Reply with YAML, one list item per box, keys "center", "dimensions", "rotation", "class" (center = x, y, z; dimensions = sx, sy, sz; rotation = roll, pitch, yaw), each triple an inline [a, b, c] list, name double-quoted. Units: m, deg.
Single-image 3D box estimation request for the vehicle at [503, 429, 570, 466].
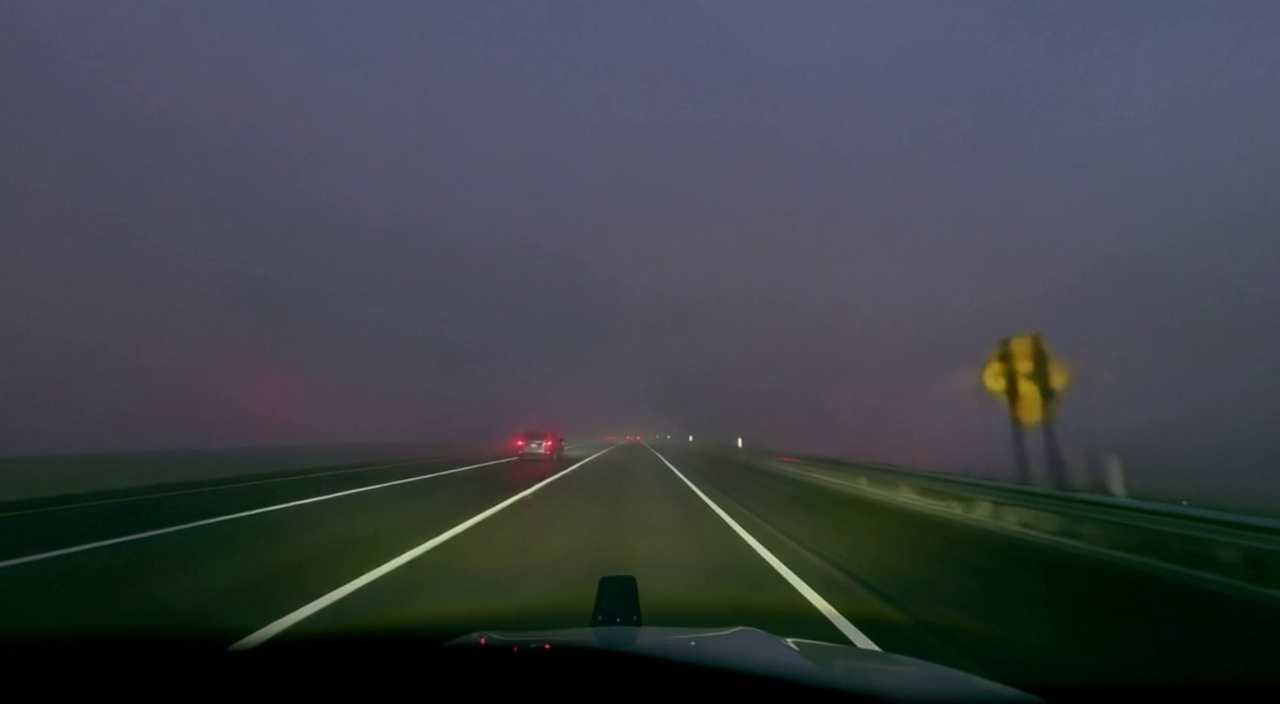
- center: [-4.565, 4.283, 28.516]
  dimensions: [2.149, 1.532, 4.905]
  rotation: [0, -8, 0]
  class: "vehicle"
